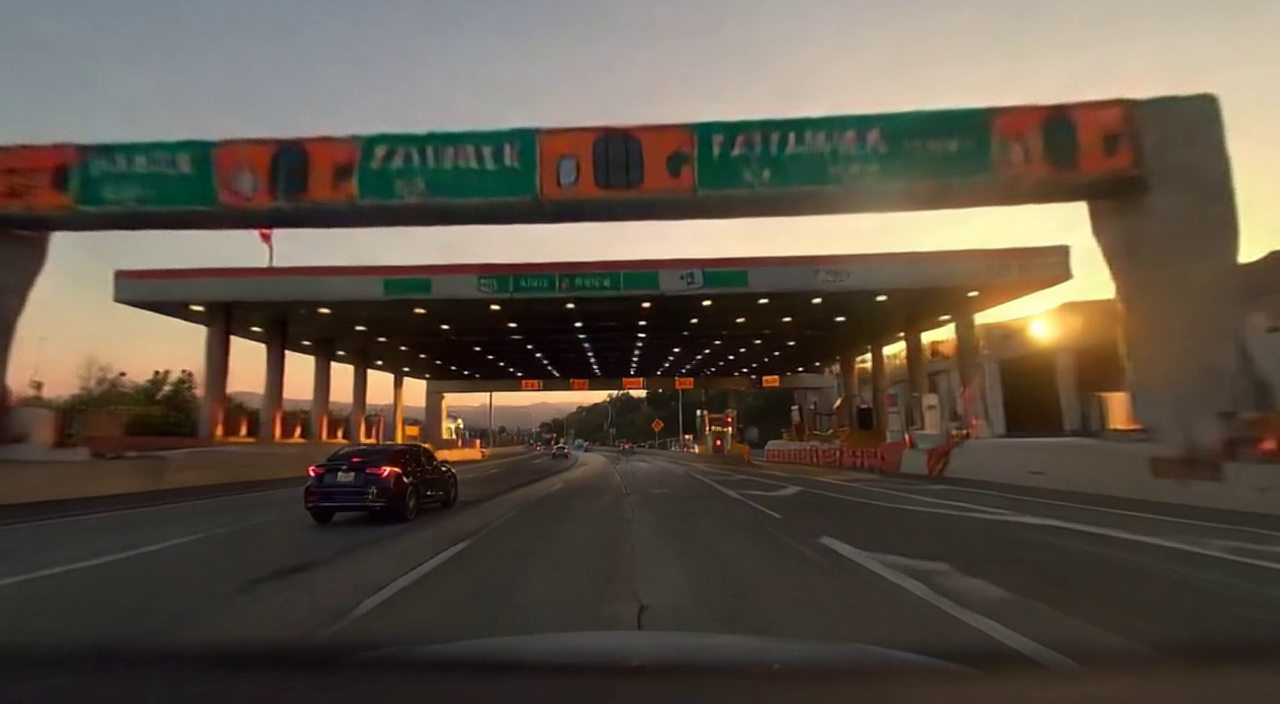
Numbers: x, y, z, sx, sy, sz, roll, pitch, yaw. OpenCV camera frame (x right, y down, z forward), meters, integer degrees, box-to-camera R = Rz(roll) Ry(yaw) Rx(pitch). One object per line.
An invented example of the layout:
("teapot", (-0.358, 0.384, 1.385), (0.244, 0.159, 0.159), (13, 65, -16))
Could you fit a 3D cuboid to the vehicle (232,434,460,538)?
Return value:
("vehicle", (-4.861, 2.254, 11.310), (1.981, 1.465, 4.334), (0, -8, 0))
